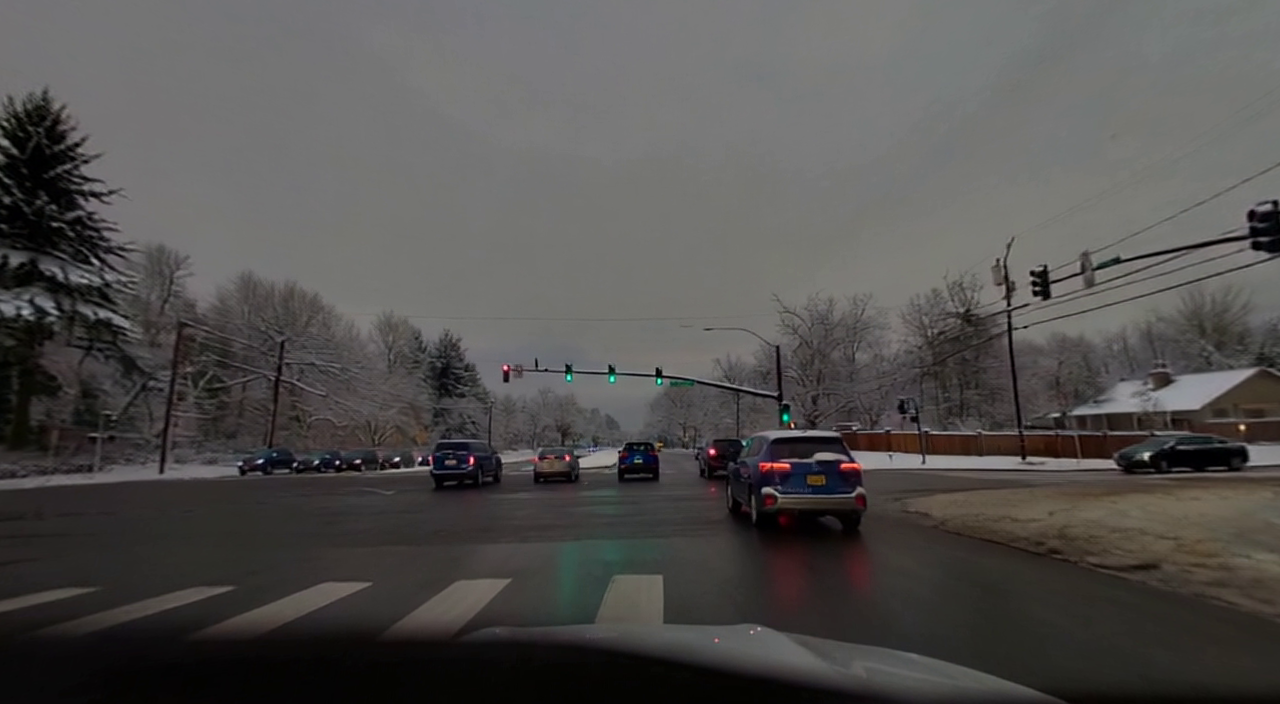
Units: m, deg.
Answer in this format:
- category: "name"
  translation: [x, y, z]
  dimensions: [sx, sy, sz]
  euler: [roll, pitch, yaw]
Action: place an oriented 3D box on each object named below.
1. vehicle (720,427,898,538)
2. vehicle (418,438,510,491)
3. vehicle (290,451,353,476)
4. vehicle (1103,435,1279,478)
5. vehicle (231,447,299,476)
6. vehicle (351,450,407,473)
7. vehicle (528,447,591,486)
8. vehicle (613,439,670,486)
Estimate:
- category: "vehicle"
  translation: [2.846, 2.311, 11.836]
  dimensions: [2.034, 1.655, 4.465]
  euler: [0, -9, -1]
- category: "vehicle"
  translation: [-6.660, 4.299, 24.479]
  dimensions: [2.116, 1.812, 4.609]
  euler: [0, -9, 2]
- category: "vehicle"
  translation: [-21.551, 7.505, 42.888]
  dimensions: [1.891, 1.577, 4.238]
  euler: [-1, -9, 3]
- category: "vehicle"
  translation: [20.332, 3.870, 23.391]
  dimensions: [4.830, 1.493, 1.930]
  euler: [0, -9, -1]
- category: "vehicle"
  translation: [-24.901, 7.271, 42.152]
  dimensions: [1.889, 1.814, 4.086]
  euler: [0, -9, 1]
- category: "vehicle"
  translation: [-18.250, 7.680, 44.375]
  dimensions: [1.994, 1.496, 4.211]
  euler: [-1, -9, 2]
- category: "vehicle"
  translation: [-3.202, 4.648, 26.039]
  dimensions: [1.881, 1.466, 4.484]
  euler: [0, -9, 1]
- category: "vehicle"
  translation: [0.091, 4.408, 25.427]
  dimensions: [2.111, 1.712, 4.078]
  euler: [0, -9, 1]
